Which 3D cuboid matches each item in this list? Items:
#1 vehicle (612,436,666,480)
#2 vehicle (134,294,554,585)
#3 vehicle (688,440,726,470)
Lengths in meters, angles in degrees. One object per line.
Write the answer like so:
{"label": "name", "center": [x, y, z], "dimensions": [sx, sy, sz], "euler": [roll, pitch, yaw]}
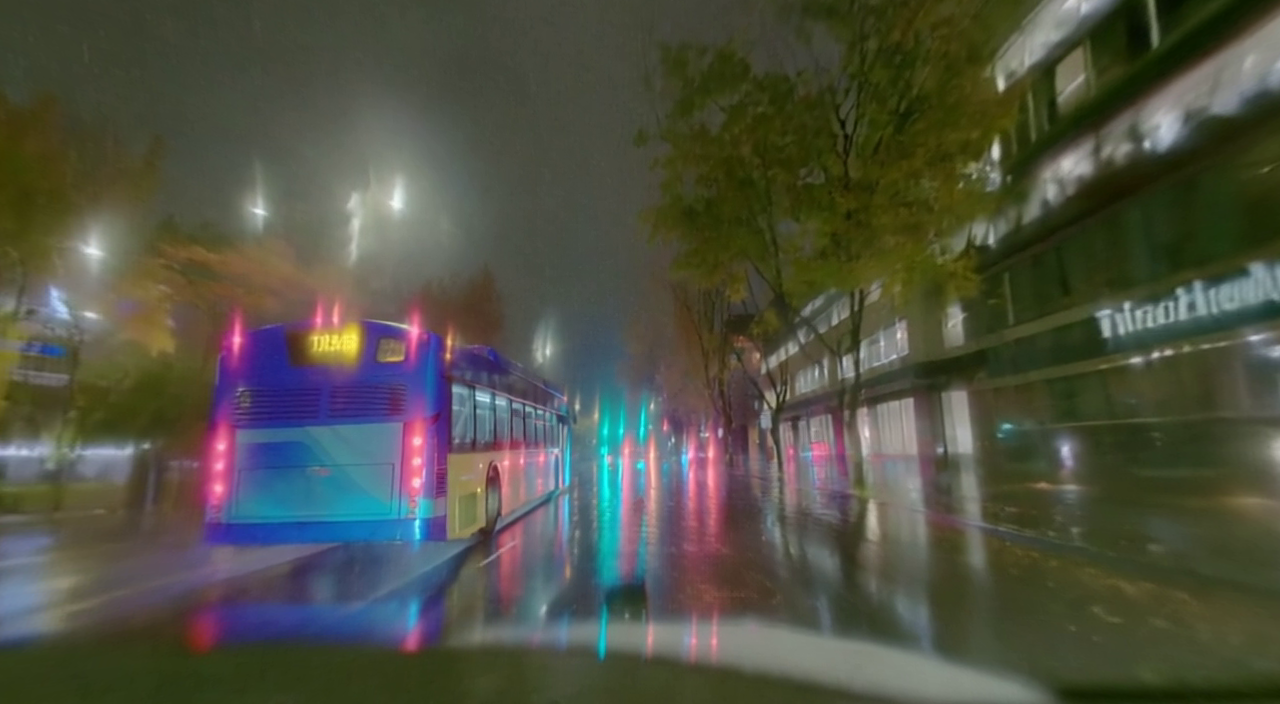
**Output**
{"label": "vehicle", "center": [-0.025, 4.468, 26.833], "dimensions": [2.120, 1.727, 3.917], "euler": [-1, -8, 1]}
{"label": "vehicle", "center": [-3.508, 1.282, 10.604], "dimensions": [2.920, 2.884, 8.588], "euler": [0, -6, 0]}
{"label": "vehicle", "center": [4.327, 6.716, 41.351], "dimensions": [2.138, 1.787, 4.522], "euler": [-1, -8, 2]}
